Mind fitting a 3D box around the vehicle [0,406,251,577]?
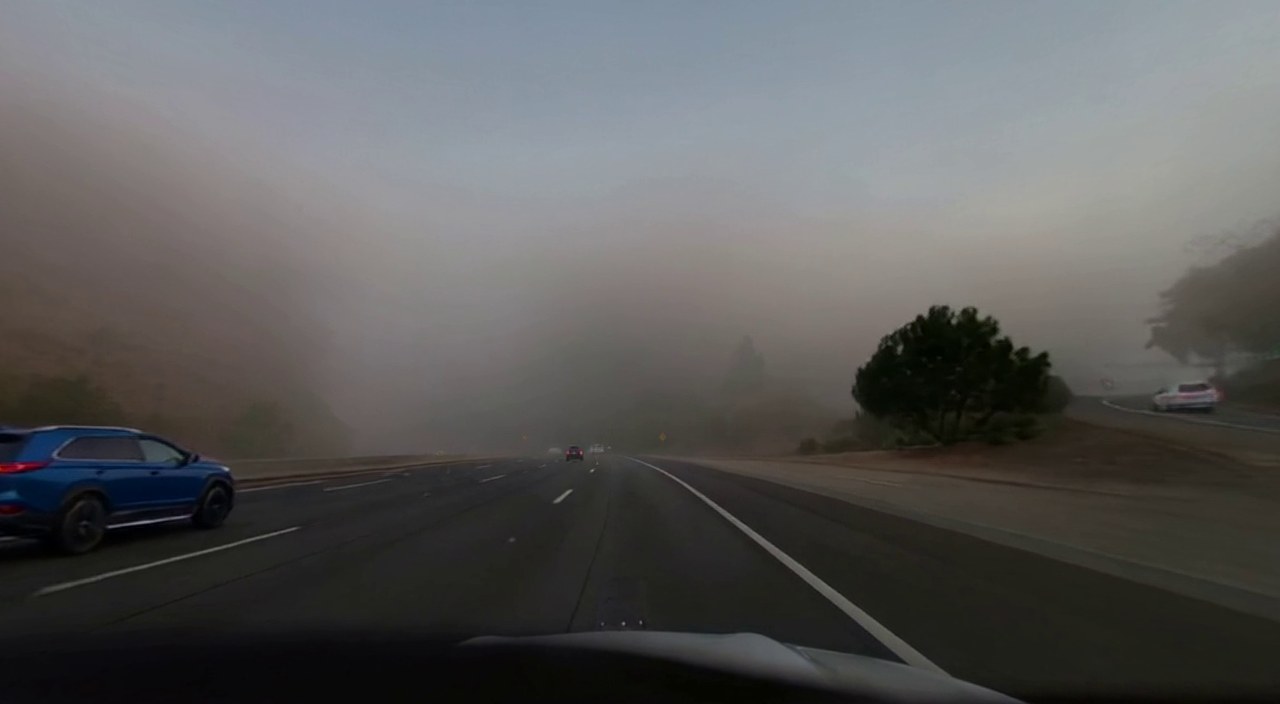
[{"bbox_3d":[-7.503,1.671,8.120,2.046,1.712,4.533,0,-8,0],"label":"vehicle"}]
